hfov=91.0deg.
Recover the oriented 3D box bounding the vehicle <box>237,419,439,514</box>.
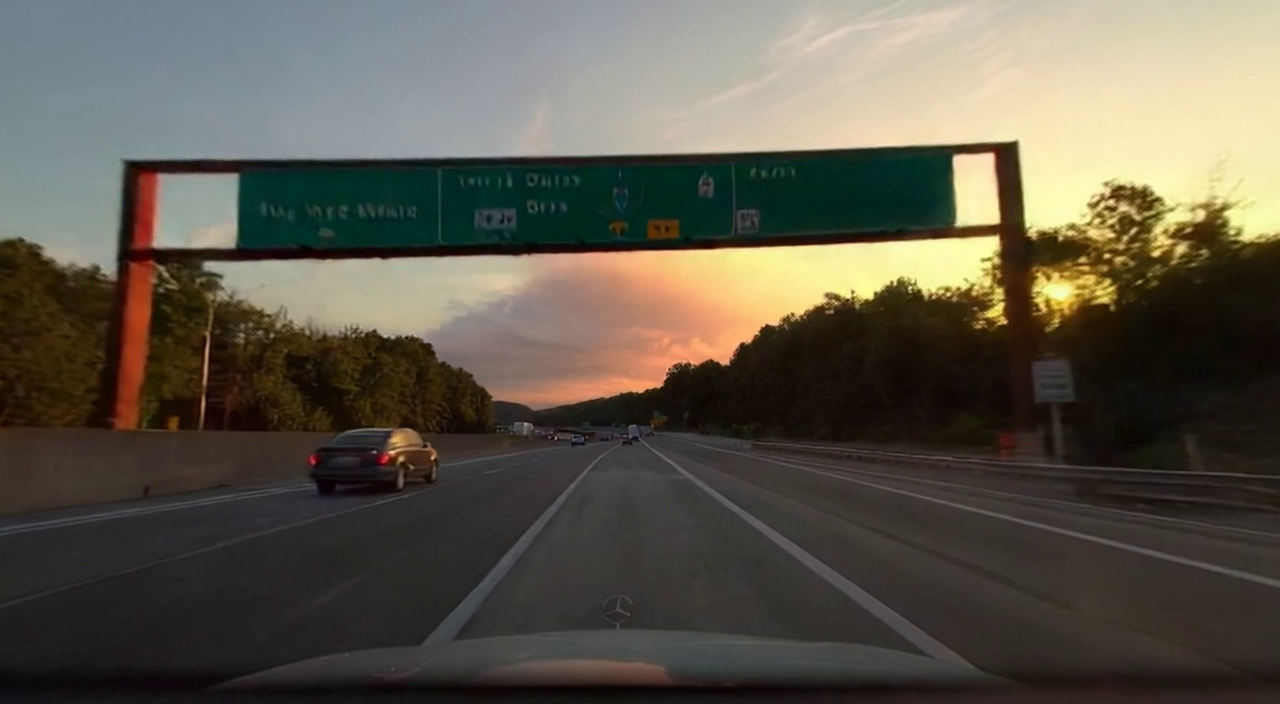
[{"bbox_3d":[-6.146,2.363,13.621,2.055,1.662,4.773,0,-8,-1],"label":"vehicle"}]
